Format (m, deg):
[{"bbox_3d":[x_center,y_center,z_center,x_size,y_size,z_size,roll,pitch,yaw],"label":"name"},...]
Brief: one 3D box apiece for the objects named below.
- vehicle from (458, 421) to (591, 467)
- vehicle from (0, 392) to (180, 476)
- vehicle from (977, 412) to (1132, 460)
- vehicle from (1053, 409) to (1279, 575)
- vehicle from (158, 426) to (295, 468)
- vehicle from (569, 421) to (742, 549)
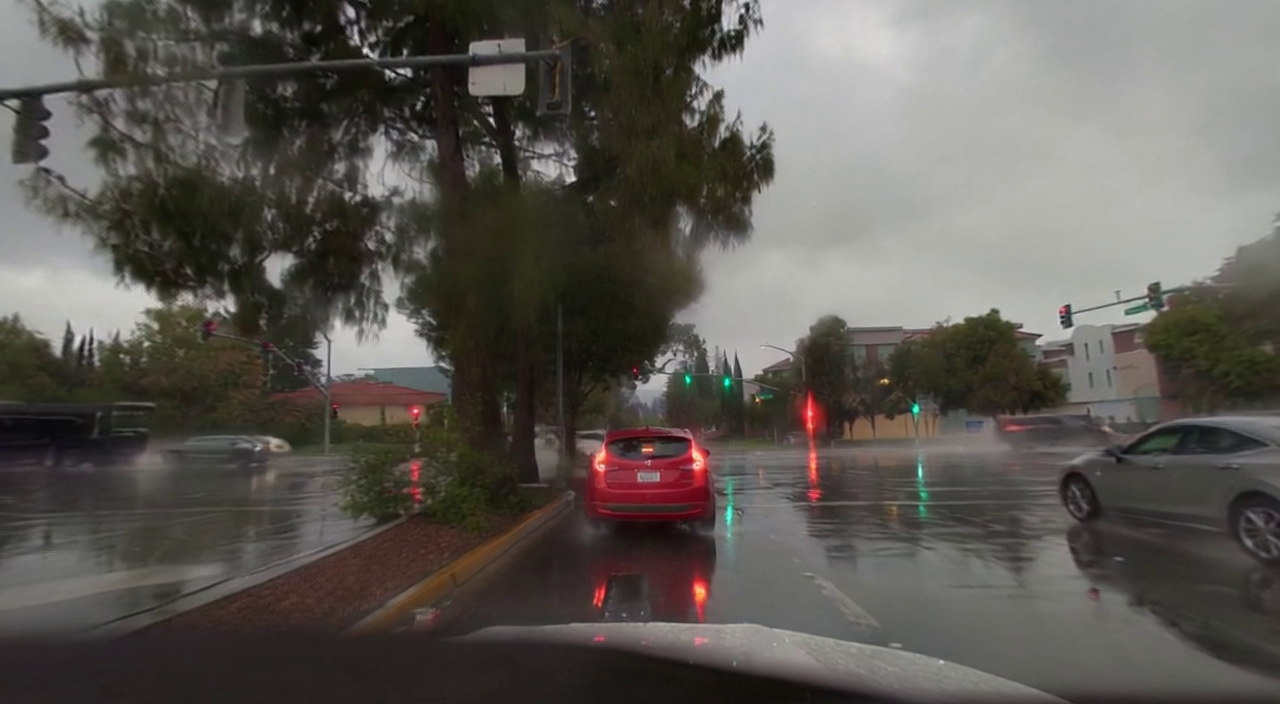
[{"bbox_3d":[-4.519,3.699,25.340,4.921,1.757,2.036,-1,-8,1],"label":"vehicle"},{"bbox_3d":[-24.971,3.320,25.409,10.544,3.126,2.909,0,-8,1],"label":"vehicle"},{"bbox_3d":[16.581,3.386,25.440,4.786,1.803,1.967,0,-8,0],"label":"vehicle"},{"bbox_3d":[7.093,1.497,7.125,1.901,1.577,4.348,0,-8,0],"label":"vehicle"},{"bbox_3d":[-18.853,4.357,28.935,4.833,1.784,2.027,0,-8,1],"label":"vehicle"},{"bbox_3d":[0.133,1.851,9.416,2.041,1.485,3.813,0,-8,-1],"label":"vehicle"}]
